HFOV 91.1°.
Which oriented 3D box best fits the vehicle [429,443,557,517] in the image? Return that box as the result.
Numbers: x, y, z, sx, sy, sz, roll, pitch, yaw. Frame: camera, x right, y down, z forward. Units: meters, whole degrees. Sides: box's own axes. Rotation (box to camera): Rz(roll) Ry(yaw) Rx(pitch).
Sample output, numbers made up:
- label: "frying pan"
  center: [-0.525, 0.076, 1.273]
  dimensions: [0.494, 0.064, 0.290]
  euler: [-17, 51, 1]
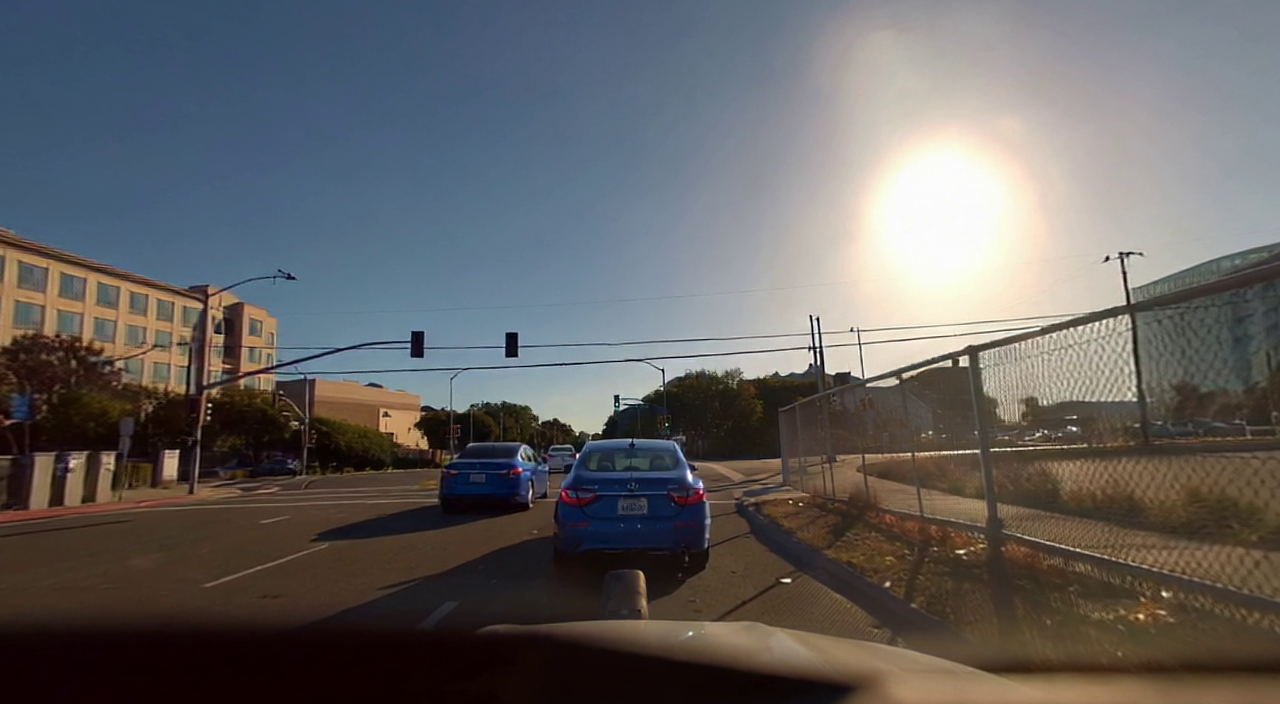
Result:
- label: "vehicle"
  center: [-3.272, 2.946, 15.046]
  dimensions: [1.971, 1.488, 4.581]
  euler: [0, -9, 0]

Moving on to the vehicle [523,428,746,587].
- label: "vehicle"
  center: [-0.080, 1.808, 8.157]
  dimensions: [2.144, 1.514, 4.063]
  euler: [0, -9, -1]
